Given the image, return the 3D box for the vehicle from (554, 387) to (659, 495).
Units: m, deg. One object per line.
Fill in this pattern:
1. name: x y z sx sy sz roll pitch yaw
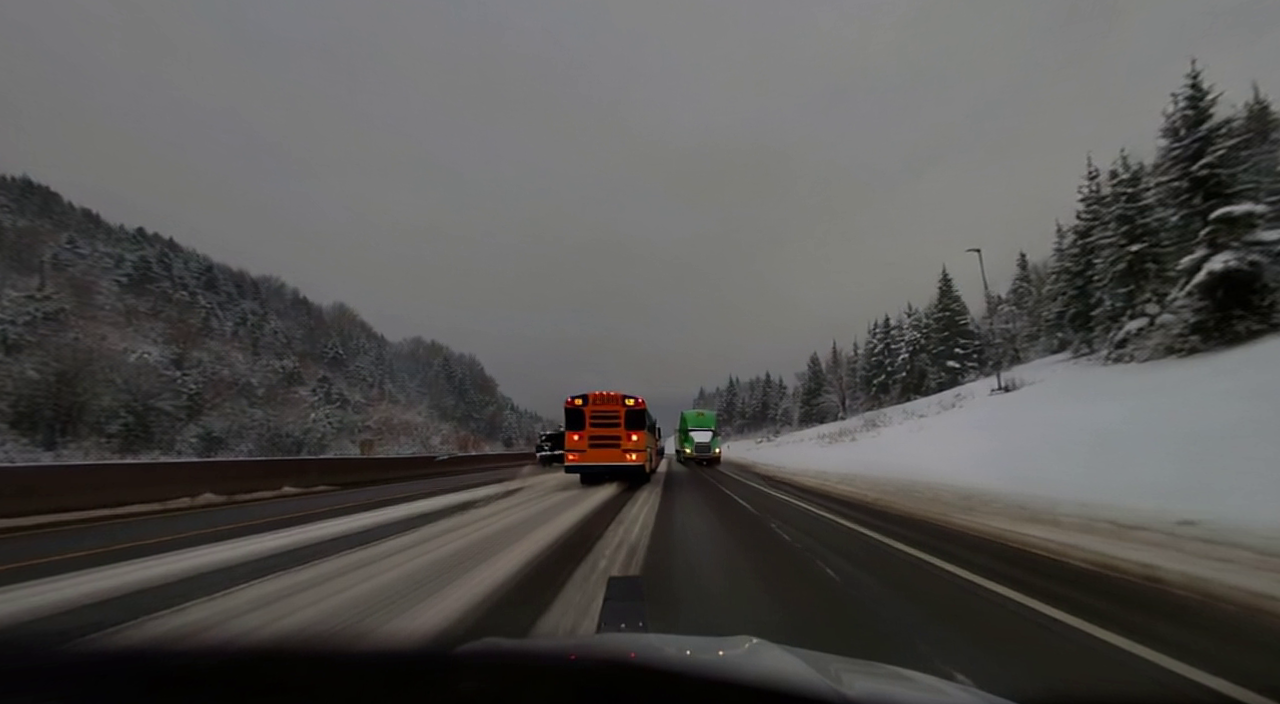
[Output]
1. vehicle: -0.869 3.465 24.503 2.948 3.265 10.569 0 -8 3

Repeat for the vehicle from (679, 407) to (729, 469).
1. vehicle: 4.104 5.774 41.744 2.716 3.705 7.018 0 -9 1
